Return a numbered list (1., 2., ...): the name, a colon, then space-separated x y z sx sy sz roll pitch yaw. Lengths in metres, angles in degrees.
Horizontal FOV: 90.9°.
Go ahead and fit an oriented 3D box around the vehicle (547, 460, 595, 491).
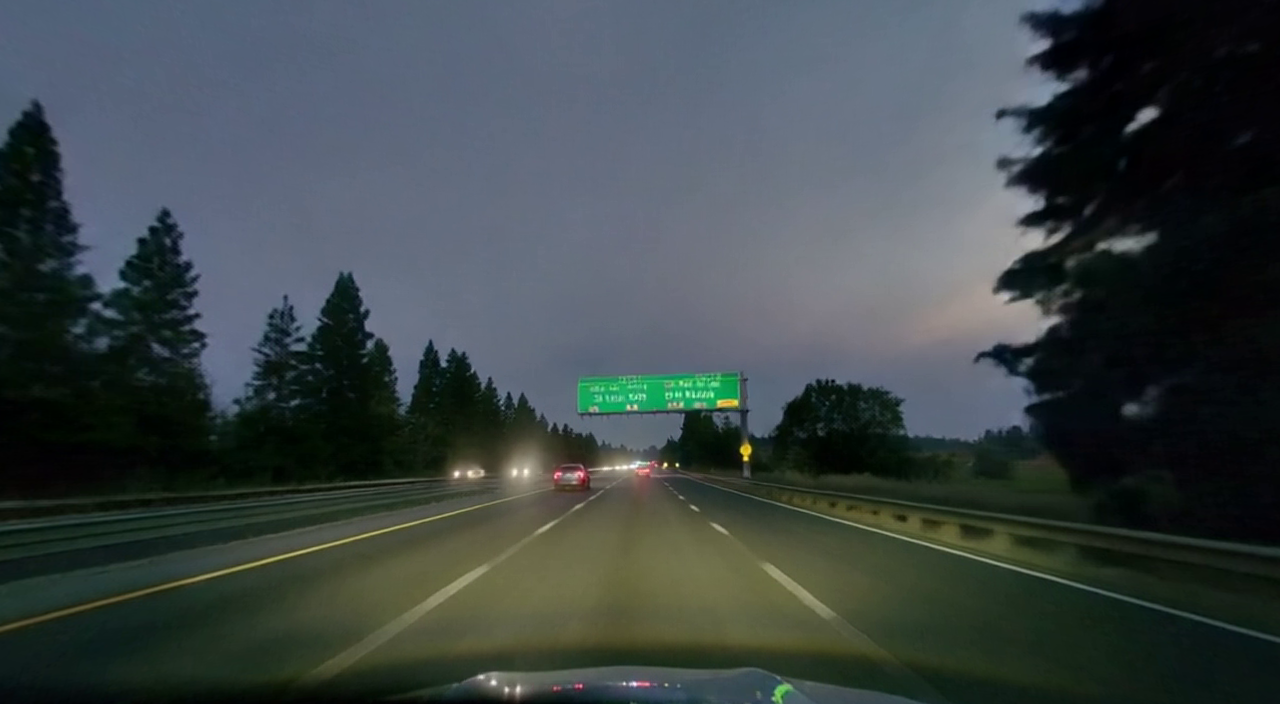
1. vehicle: -3.745 6.801 34.772 2.081 1.586 4.245 0 -10 1
